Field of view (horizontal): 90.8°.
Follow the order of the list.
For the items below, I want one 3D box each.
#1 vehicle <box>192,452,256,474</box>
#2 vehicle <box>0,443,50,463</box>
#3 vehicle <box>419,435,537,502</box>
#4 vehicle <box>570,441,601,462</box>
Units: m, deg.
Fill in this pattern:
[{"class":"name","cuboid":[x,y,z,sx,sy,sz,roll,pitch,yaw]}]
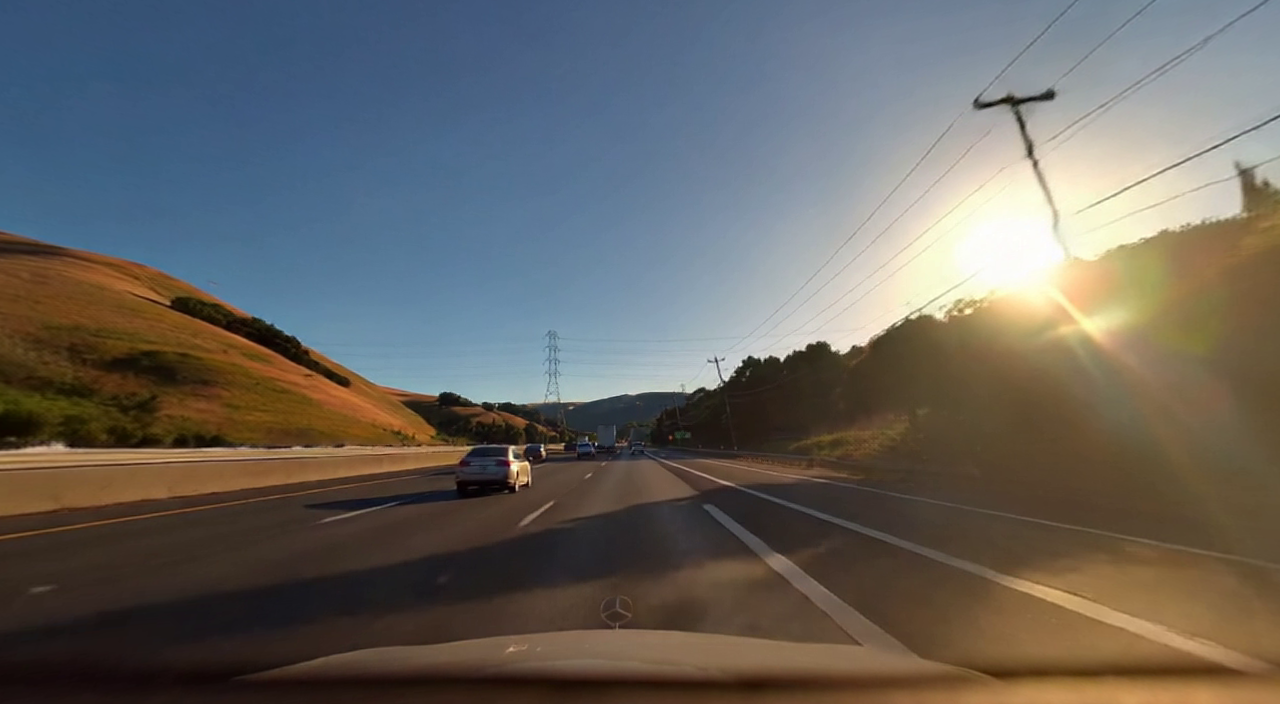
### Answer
[{"class":"vehicle","cuboid":[-30.026,7.981,45.773,1.916,1.471,3.905,0,-9,1]},{"class":"vehicle","cuboid":[-48.473,7.823,48.854,1.772,1.478,3.972,0,-9,-1]},{"class":"vehicle","cuboid":[-4.122,3.047,16.928,1.963,1.533,4.477,0,-9,0]},{"class":"vehicle","cuboid":[-4.173,7.712,48.890,2.038,1.533,4.103,0,-9,-1]}]
